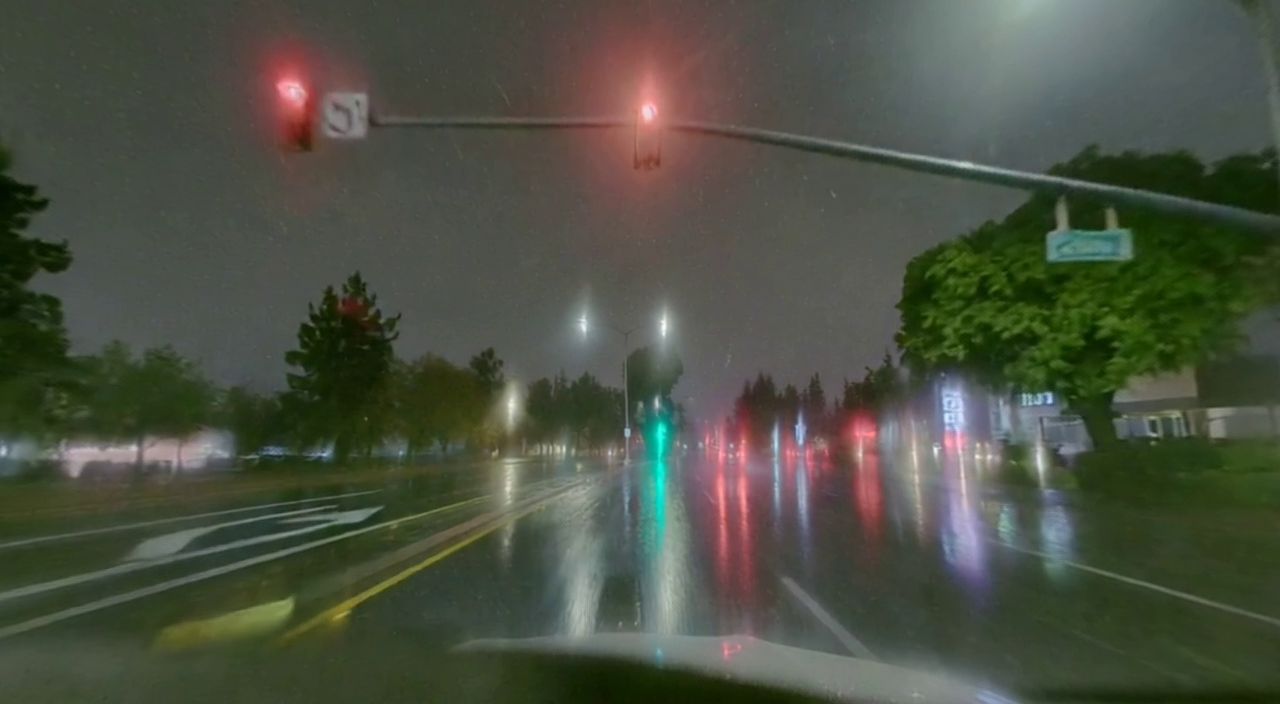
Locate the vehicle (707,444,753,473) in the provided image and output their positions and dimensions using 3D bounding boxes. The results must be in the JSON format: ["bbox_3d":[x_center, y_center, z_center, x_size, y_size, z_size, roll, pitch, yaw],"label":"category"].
[{"bbox_3d":[4.911,5.891,34.928,2.015,1.479,4.444,0,-9,2],"label":"vehicle"}]
